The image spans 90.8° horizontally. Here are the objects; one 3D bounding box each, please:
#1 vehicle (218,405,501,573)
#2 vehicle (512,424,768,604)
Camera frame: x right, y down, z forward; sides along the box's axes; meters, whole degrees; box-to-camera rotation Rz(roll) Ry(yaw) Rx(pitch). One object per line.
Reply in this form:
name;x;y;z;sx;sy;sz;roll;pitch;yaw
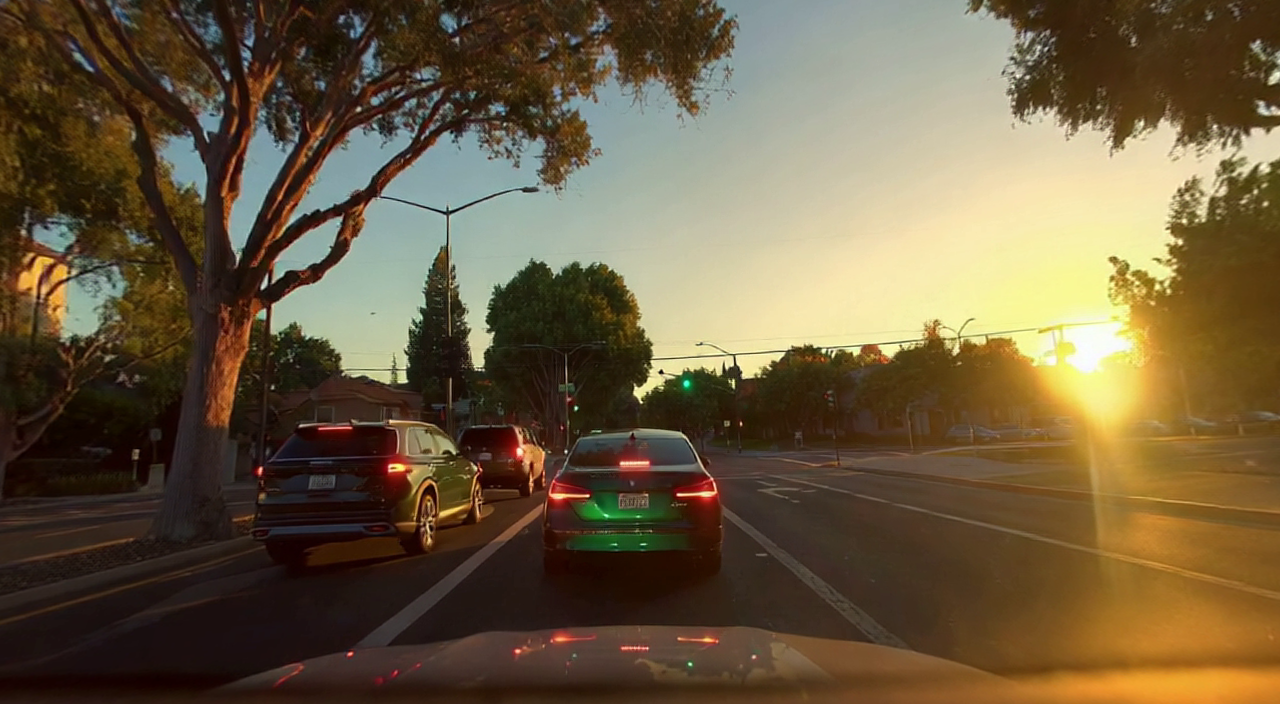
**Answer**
vehicle;-3.424;1.754;8.824;2.046;1.751;4.208;0;-8;-1
vehicle;-0.053;1.642;7.312;2.126;1.475;3.967;0;-8;-2
